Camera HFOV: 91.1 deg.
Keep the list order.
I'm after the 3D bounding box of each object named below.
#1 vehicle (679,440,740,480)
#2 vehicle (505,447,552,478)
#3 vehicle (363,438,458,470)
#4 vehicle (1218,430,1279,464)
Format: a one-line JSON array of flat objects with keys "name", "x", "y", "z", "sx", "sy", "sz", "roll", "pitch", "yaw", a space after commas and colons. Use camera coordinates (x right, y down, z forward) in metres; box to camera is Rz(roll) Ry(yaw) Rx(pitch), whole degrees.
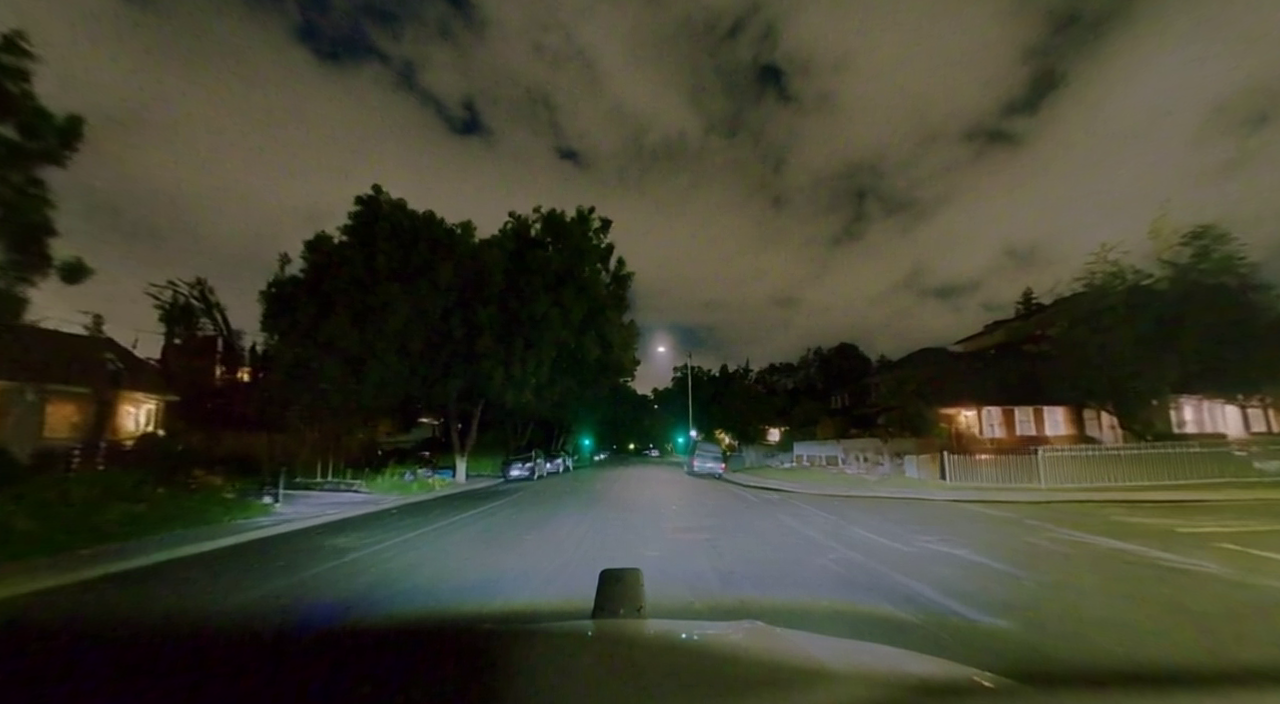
[{"name": "vehicle", "x": 3.178, "y": 5.032, "z": 29.527, "sx": 2.140, "sy": 1.749, "sz": 4.369, "roll": 1, "pitch": -9, "yaw": -3}, {"name": "vehicle", "x": -5.948, "y": 5.925, "z": 34.023, "sx": 1.947, "sy": 1.557, "sz": 3.900, "roll": 0, "pitch": -8, "yaw": -2}, {"name": "vehicle", "x": -13.781, "y": 6.185, "z": 38.042, "sx": 5.019, "sy": 1.867, "sz": 2.006, "roll": 1, "pitch": -9, "yaw": -8}, {"name": "vehicle", "x": 30.005, "y": 4.452, "z": 29.469, "sx": 1.700, "sy": 1.556, "sz": 3.732, "roll": 3, "pitch": -9, "yaw": -18}]
